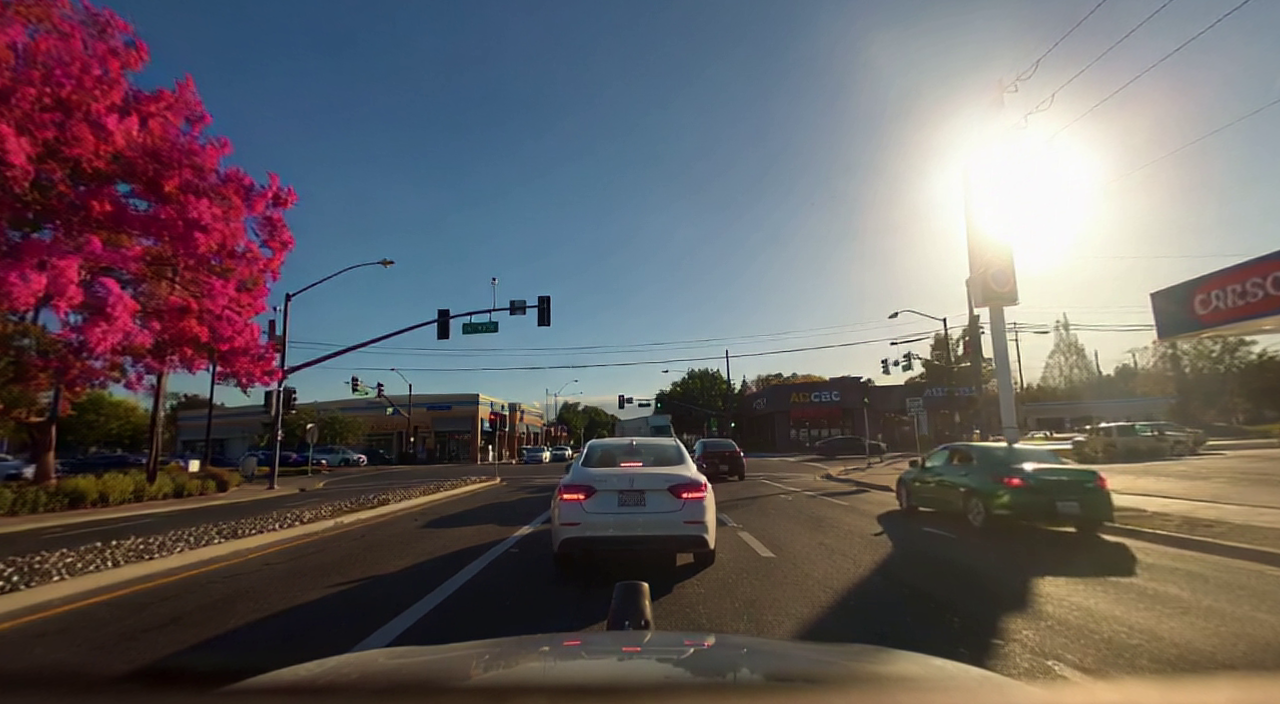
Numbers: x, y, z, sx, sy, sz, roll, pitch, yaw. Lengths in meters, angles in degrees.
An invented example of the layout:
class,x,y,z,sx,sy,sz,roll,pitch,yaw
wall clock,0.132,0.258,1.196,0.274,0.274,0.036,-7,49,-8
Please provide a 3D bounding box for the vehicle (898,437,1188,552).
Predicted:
class,x,y,z,sx,sy,sz,roll,pitch,yaw
vehicle,6.266,2.217,10.612,1.942,1.511,4.390,0,-8,0

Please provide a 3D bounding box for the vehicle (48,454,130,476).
class,x,y,z,sx,sy,sz,roll,pitch,yaw
vehicle,-40.077,8.224,45.896,4.609,1.465,1.944,-2,-8,11

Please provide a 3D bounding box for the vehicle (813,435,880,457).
class,x,y,z,sx,sy,sz,roll,pitch,yaw
vehicle,15.141,6.894,46.206,4.458,1.510,1.947,-4,-9,24

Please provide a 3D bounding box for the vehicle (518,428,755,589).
class,x,y,z,sx,sy,sz,roll,pitch,yaw
vehicle,-0.055,1.762,7.993,2.213,1.482,4.057,0,-8,-1

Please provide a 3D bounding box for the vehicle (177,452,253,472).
class,x,y,z,sx,sy,sz,roll,pitch,yaw
vehicle,-31.731,8.182,47.074,4.466,1.438,1.837,-1,-8,5
